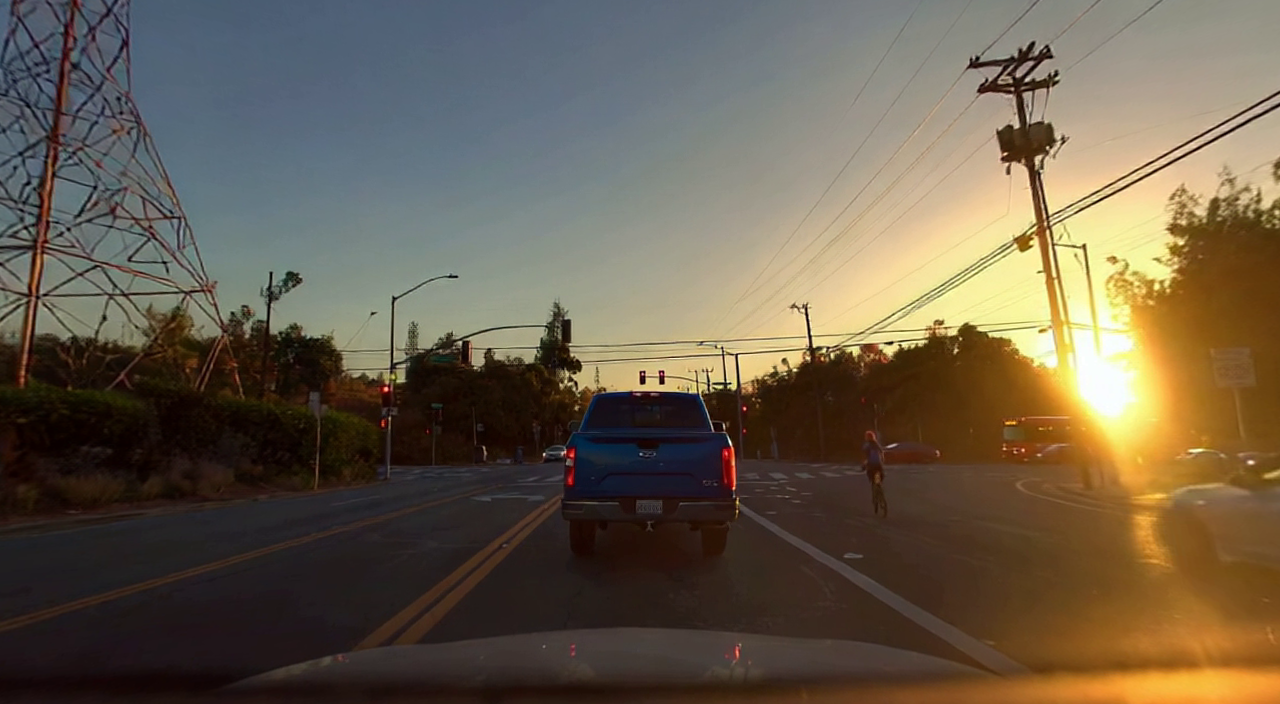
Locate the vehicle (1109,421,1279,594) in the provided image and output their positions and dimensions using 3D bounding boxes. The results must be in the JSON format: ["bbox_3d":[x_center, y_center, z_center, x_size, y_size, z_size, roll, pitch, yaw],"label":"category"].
[{"bbox_3d":[6.592,1.318,5.293,2.060,1.496,4.520,-1,-8,4],"label":"vehicle"}]

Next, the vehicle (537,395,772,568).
[{"bbox_3d":[0.117,1.902,10.135,2.707,1.964,5.485,0,-8,-1],"label":"vehicle"}]

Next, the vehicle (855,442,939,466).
[{"bbox_3d":[16.689,6.636,41.208,4.578,1.490,1.935,-1,-8,3],"label":"vehicle"}]

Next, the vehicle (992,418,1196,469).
[{"bbox_3d":[29.375,5.974,41.259,10.726,3.128,3.003,-1,-8,1],"label":"vehicle"}]
